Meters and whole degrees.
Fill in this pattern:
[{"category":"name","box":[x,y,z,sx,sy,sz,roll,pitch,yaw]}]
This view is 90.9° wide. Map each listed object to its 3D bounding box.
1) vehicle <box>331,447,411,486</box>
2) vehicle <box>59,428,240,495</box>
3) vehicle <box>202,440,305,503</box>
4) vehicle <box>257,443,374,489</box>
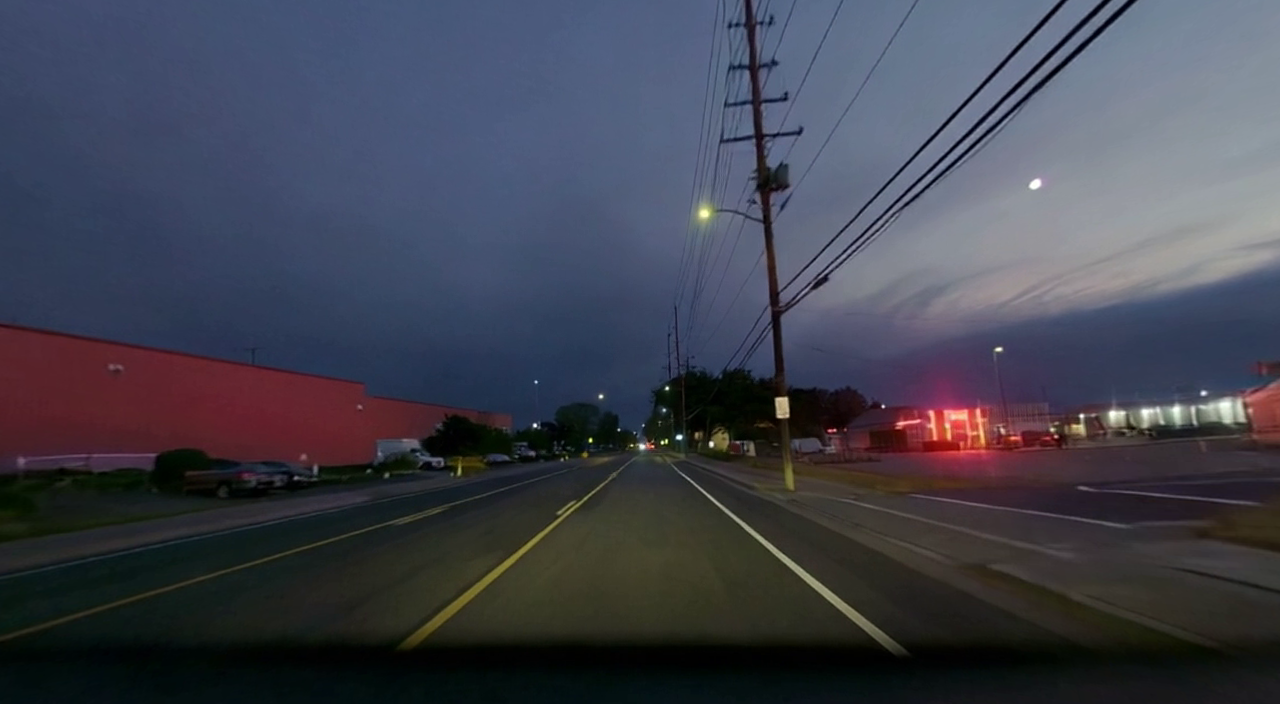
[{"category":"vehicle","box":[-14.118,6.024,33.474,2.053,1.772,5.189,-3,-9,0]},{"category":"vehicle","box":[-22.009,4.850,28.848,2.753,2.286,6.659,-8,-7,3]},{"category":"vehicle","box":[-16.646,5.107,27.388,1.972,1.891,3.936,0,1,2]},{"category":"vehicle","box":[-14.120,4.962,27.892,1.949,1.735,5.568,-2,-8,4]}]
